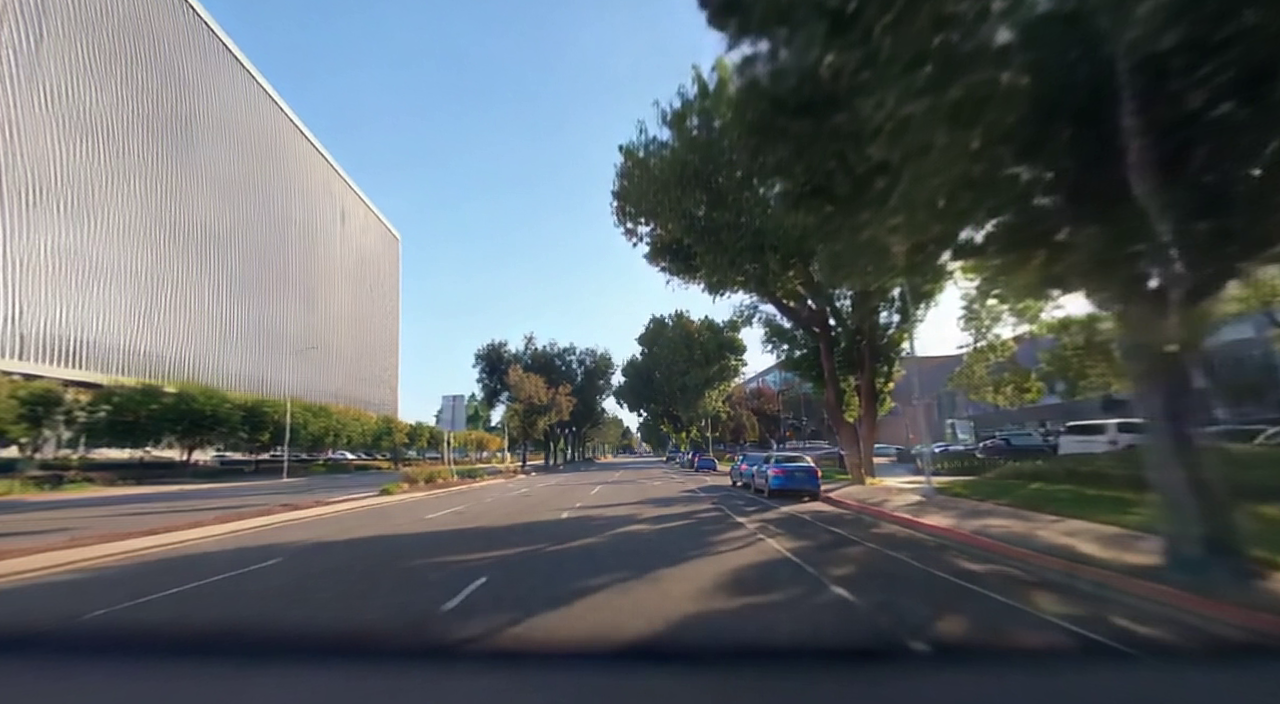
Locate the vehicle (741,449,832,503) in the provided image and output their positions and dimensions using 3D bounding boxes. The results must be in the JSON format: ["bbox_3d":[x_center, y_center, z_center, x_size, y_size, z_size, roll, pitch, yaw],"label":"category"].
[{"bbox_3d":[4.654,3.979,20.741,1.909,1.503,4.368,0,-8,0],"label":"vehicle"}]

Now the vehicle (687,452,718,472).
[{"bbox_3d":[4.844,8.580,49.264,1.872,1.420,4.201,0,-8,-1],"label":"vehicle"}]
